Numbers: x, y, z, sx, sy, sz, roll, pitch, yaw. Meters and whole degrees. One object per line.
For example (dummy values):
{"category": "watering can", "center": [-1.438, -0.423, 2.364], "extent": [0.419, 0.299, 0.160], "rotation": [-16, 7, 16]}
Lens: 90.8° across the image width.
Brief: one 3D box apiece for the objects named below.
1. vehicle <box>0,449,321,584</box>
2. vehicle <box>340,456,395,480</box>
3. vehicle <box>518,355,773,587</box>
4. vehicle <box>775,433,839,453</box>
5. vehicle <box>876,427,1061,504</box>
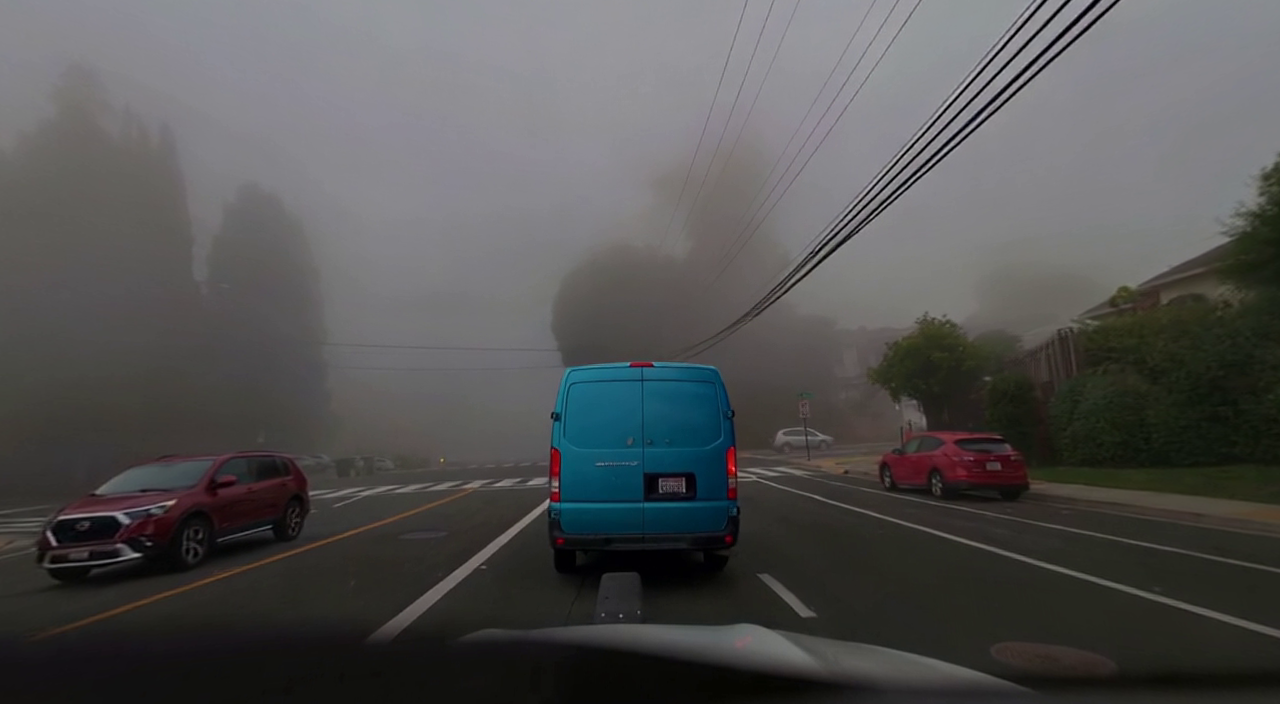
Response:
{"category": "vehicle", "center": [-7.490, 2.508, 10.615], "extent": [1.997, 1.724, 4.417], "rotation": [0, -9, -1]}
{"category": "vehicle", "center": [-18.335, 7.807, 42.721], "extent": [1.816, 1.445, 4.120], "rotation": [0, -9, 0]}
{"category": "vehicle", "center": [0.057, 1.451, 8.342], "extent": [2.342, 2.142, 4.809], "rotation": [0, -9, 0]}
{"category": "vehicle", "center": [13.152, 7.186, 49.815], "extent": [4.483, 1.463, 1.805], "rotation": [0, -8, -1]}
{"category": "vehicle", "center": [7.350, 2.570, 14.726], "extent": [1.883, 1.504, 4.220], "rotation": [0, -9, -2]}
